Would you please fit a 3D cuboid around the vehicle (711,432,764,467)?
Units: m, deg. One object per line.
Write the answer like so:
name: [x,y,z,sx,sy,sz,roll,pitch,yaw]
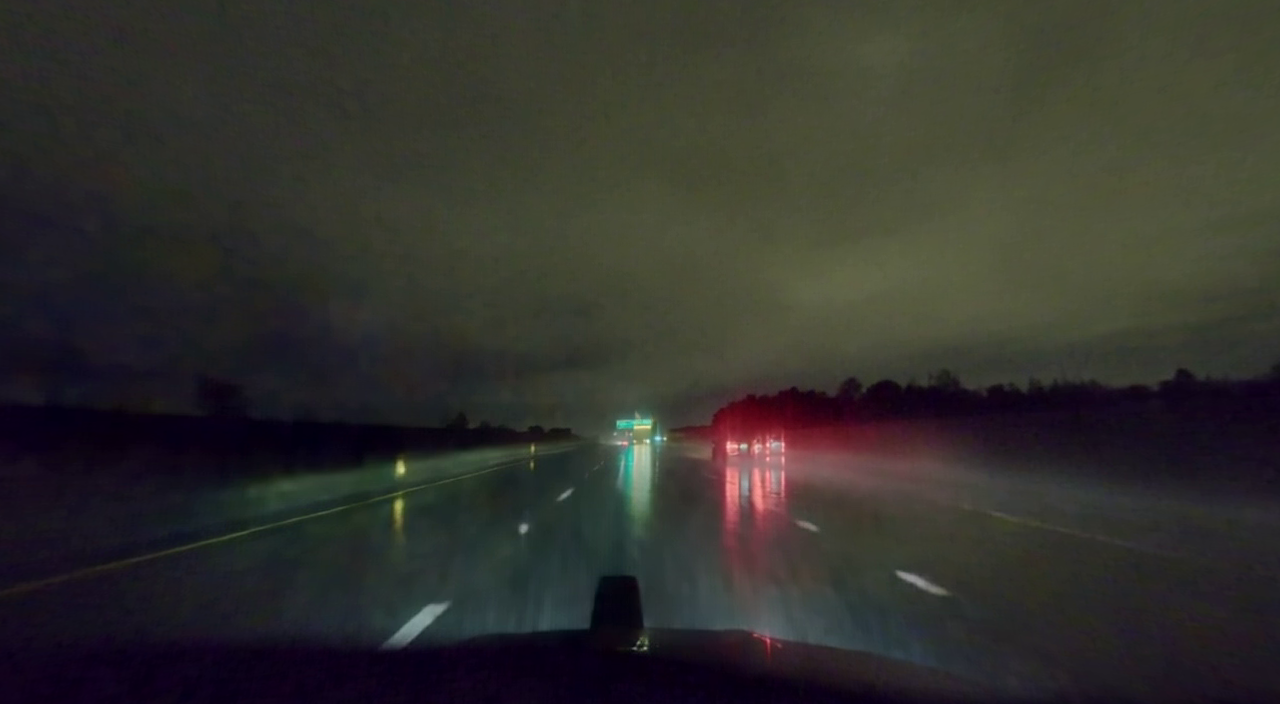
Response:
vehicle: [4.543,4.572,29.717,1.802,1.492,3.804,0,-8,-1]
